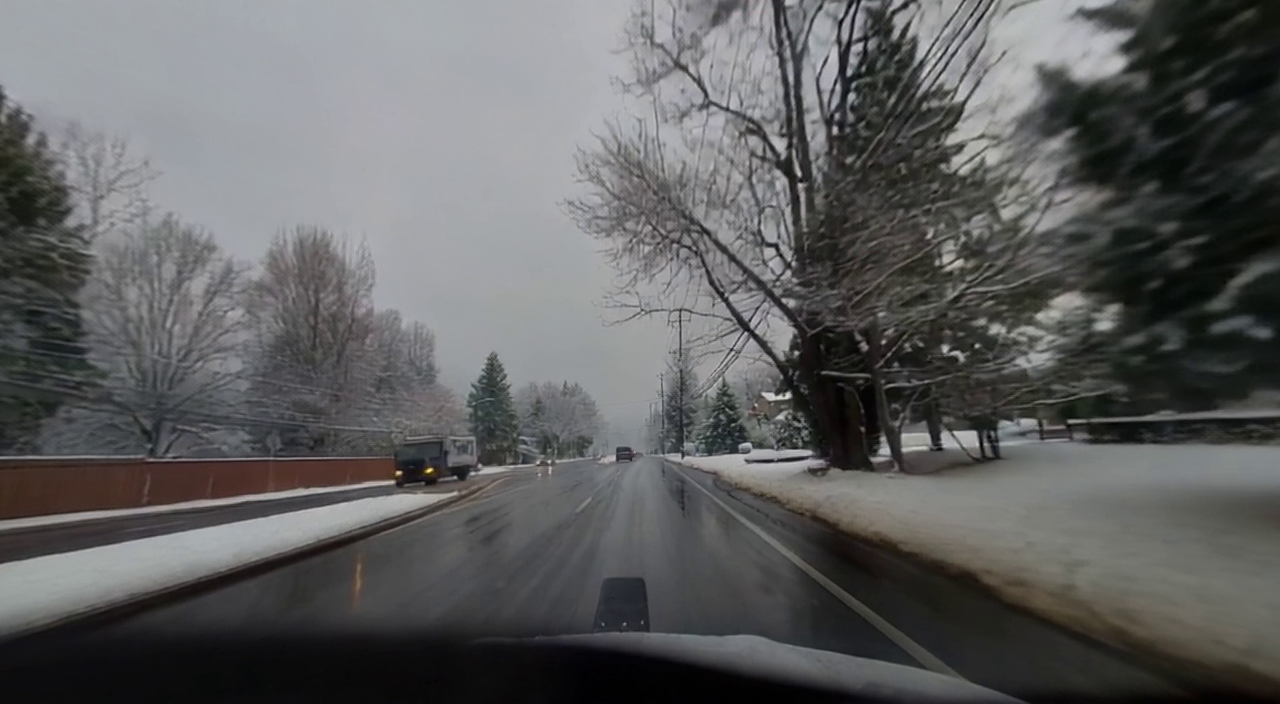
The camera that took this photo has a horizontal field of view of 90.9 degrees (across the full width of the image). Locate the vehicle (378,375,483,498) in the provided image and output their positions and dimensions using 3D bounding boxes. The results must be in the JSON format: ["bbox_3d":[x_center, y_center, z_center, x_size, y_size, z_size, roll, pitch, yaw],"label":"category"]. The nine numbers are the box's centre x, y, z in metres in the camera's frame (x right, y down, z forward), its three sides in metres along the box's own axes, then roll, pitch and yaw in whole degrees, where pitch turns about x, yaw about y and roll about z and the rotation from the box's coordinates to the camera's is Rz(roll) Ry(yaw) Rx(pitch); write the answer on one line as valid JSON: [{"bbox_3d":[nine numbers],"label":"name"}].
[{"bbox_3d":[-6.829,2.807,20.993,2.365,3.642,3.374,-2,-8,-1],"label":"vehicle"}]
